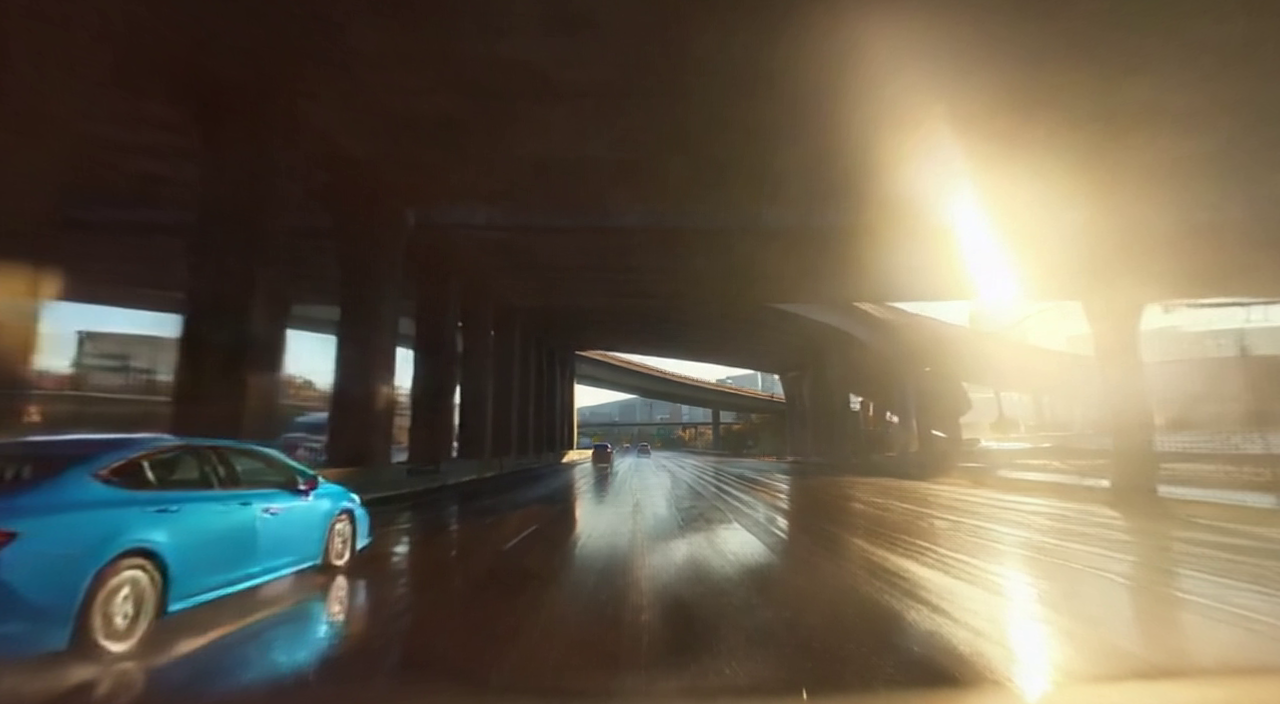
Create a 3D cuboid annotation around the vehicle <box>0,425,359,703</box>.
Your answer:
[{"bbox_3d":[-3.819,1.247,3.983,2.044,1.478,4.114,0,-9,2],"label":"vehicle"}]
